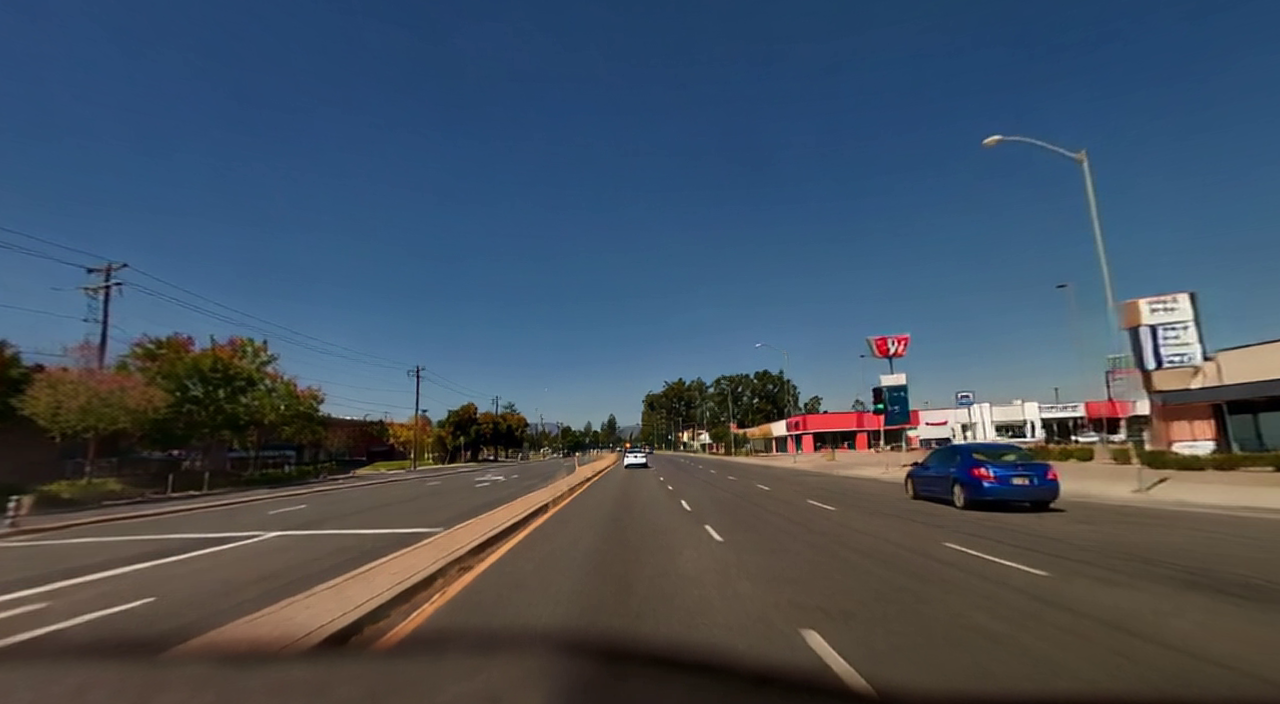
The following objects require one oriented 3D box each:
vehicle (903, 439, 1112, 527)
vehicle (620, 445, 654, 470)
[{"bbox_3d":[7.125,2.538,12.863,1.849,1.464,4.119,0,-8,1],"label":"vehicle"},{"bbox_3d":[-0.224,6.653,39.935,2.027,1.494,3.942,0,-8,-1],"label":"vehicle"}]
